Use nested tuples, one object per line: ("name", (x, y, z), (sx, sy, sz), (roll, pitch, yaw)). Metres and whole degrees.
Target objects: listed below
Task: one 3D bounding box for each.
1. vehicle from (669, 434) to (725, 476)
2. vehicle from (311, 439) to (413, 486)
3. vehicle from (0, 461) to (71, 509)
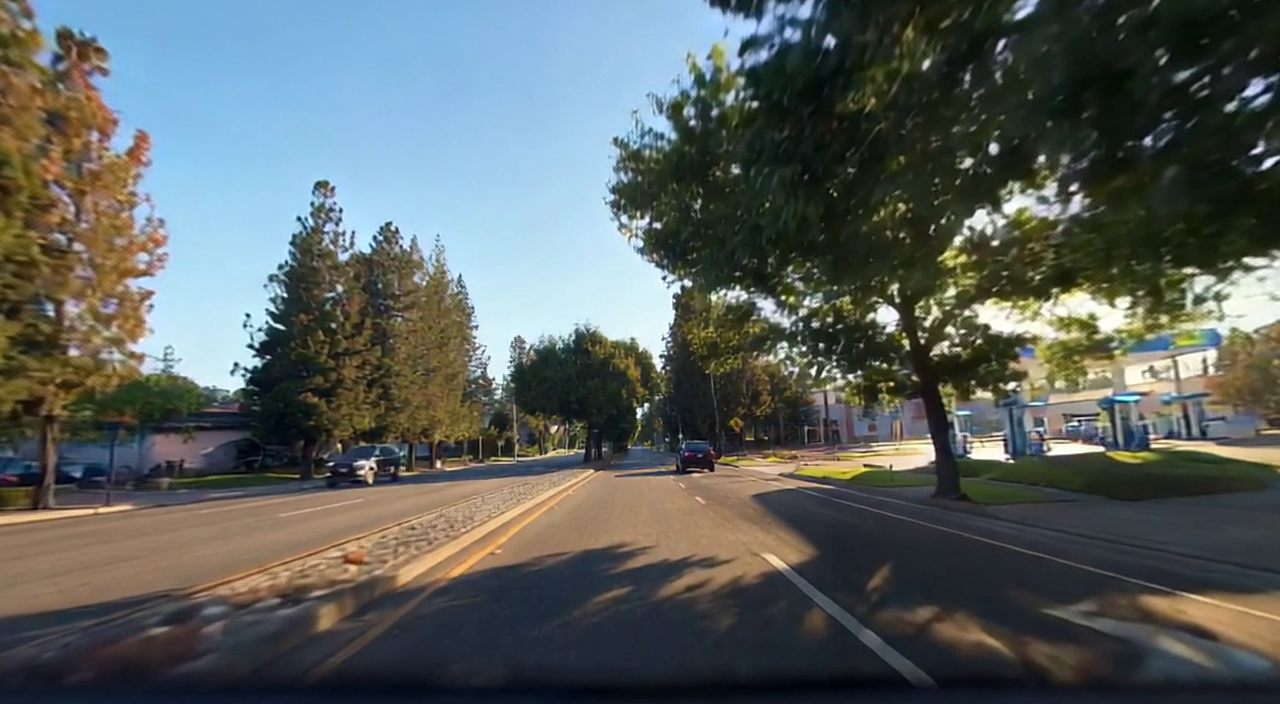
("vehicle", (2.679, 4.990, 30.785), (2.115, 1.840, 4.777), (0, -8, -2))
("vehicle", (-12.831, 5.111, 29.653), (2.379, 1.967, 5.195), (-1, -8, 1))
("vehicle", (-23.028, 4.780, 22.980), (4.117, 1.557, 1.876), (-5, -9, 26))
